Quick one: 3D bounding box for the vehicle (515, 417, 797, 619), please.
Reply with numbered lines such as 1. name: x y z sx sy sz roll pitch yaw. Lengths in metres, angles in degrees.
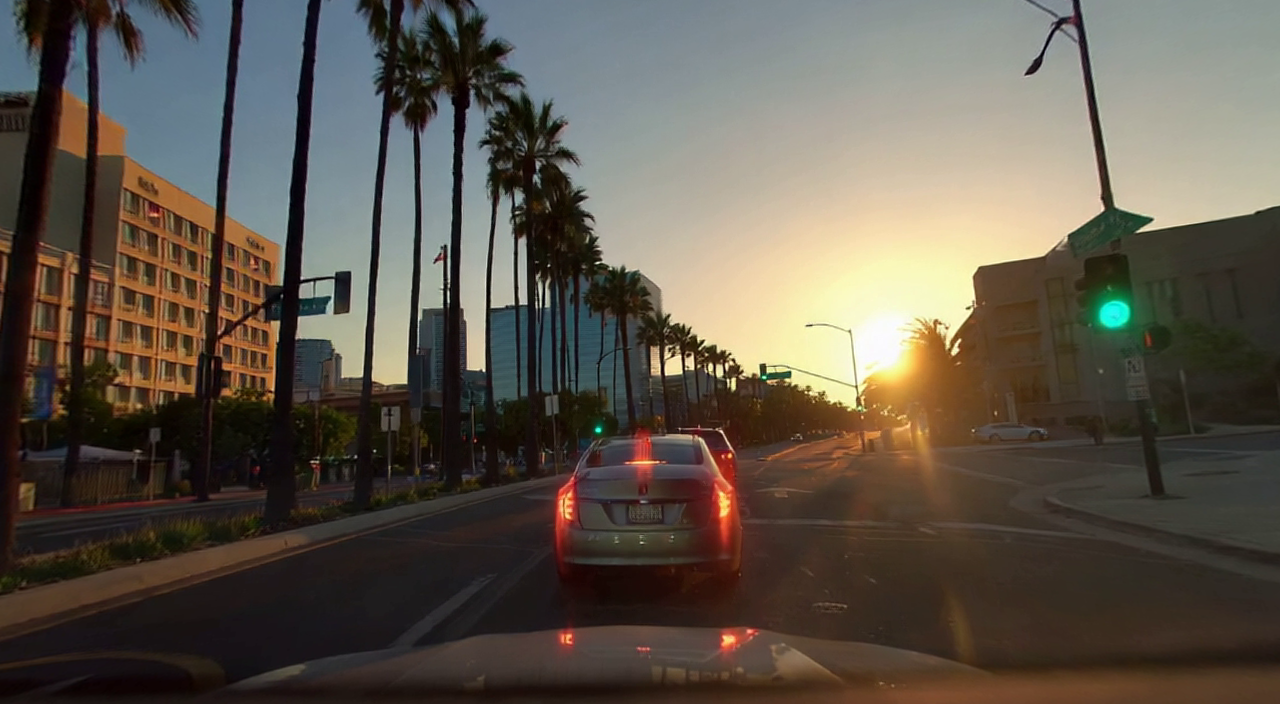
1. vehicle: 0.144 1.552 6.822 2.096 1.492 4.071 0 -9 1
